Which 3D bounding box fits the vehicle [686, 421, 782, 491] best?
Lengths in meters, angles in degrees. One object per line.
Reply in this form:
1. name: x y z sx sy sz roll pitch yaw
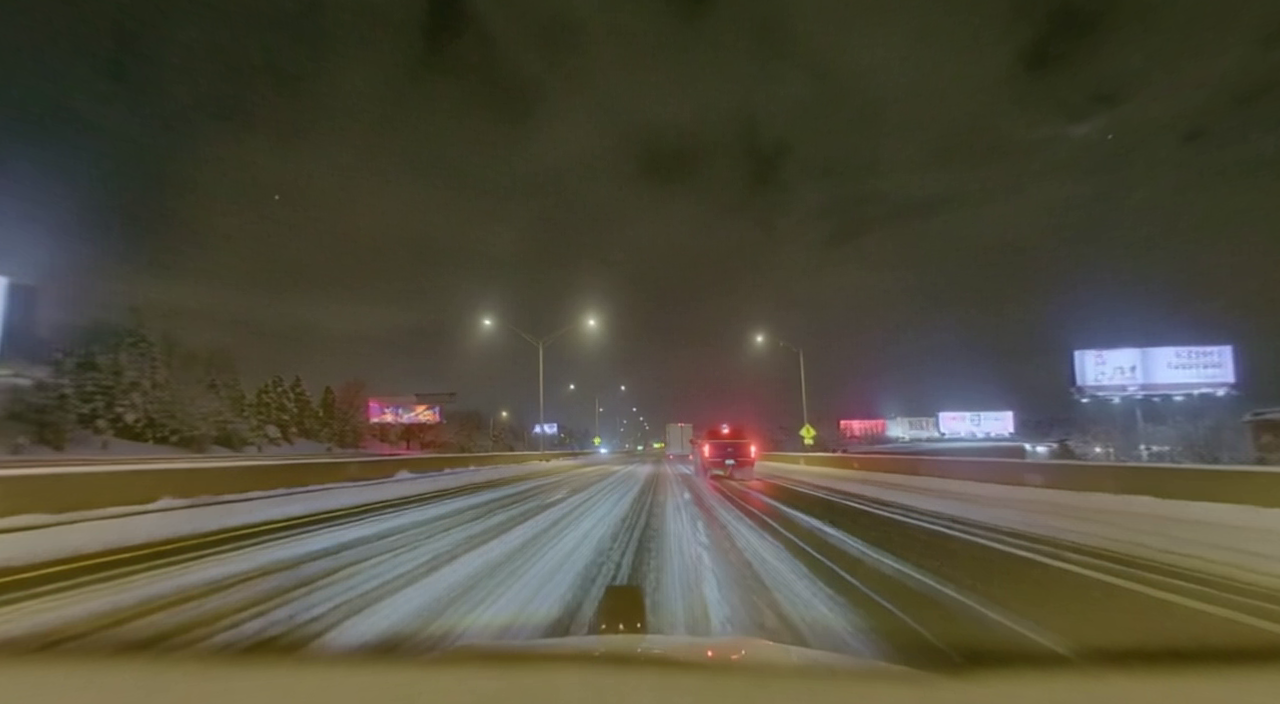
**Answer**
1. vehicle: 3.201 3.783 23.090 2.740 2.157 6.300 -1 -9 2
